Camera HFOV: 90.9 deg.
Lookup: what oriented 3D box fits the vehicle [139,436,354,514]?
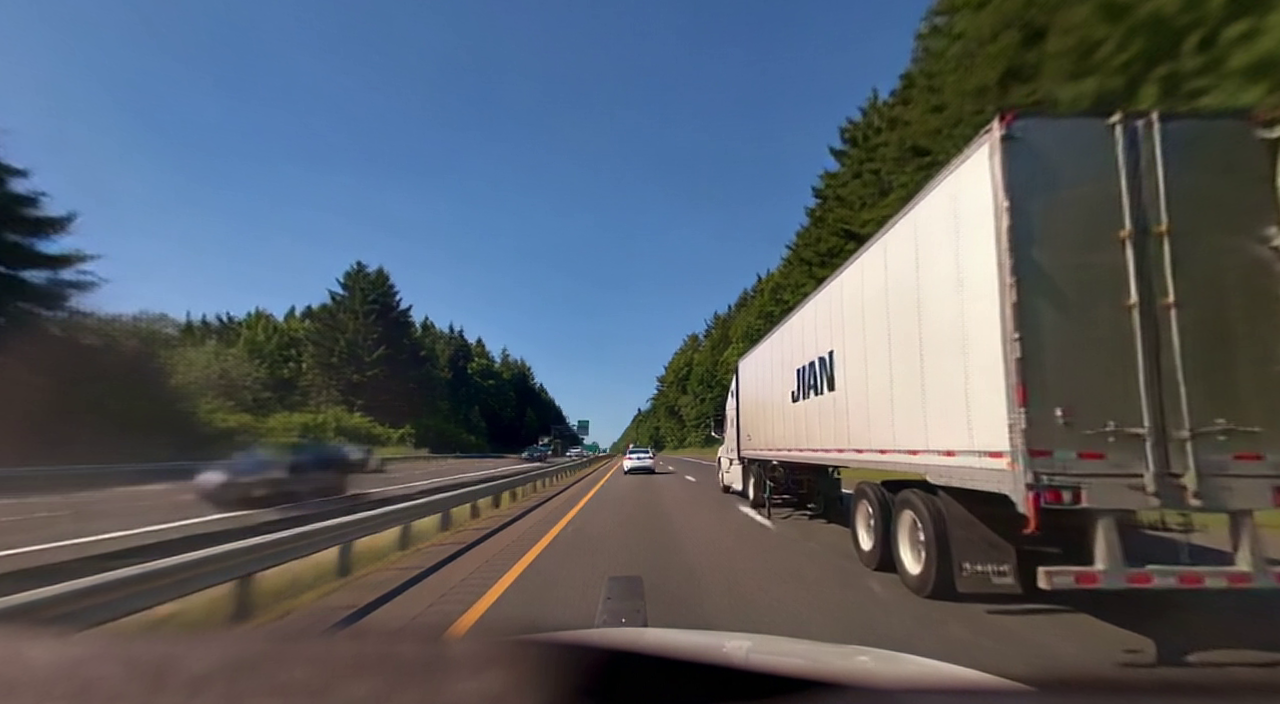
[{"bbox_3d":[-8.497,2.680,14.252,1.858,1.456,4.591,0,-9,1],"label":"vehicle"}]

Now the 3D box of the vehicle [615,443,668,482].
[{"bbox_3d":[0.033,4.713,27.202,2.114,1.523,4.012,0,-9,0],"label":"vehicle"}]
